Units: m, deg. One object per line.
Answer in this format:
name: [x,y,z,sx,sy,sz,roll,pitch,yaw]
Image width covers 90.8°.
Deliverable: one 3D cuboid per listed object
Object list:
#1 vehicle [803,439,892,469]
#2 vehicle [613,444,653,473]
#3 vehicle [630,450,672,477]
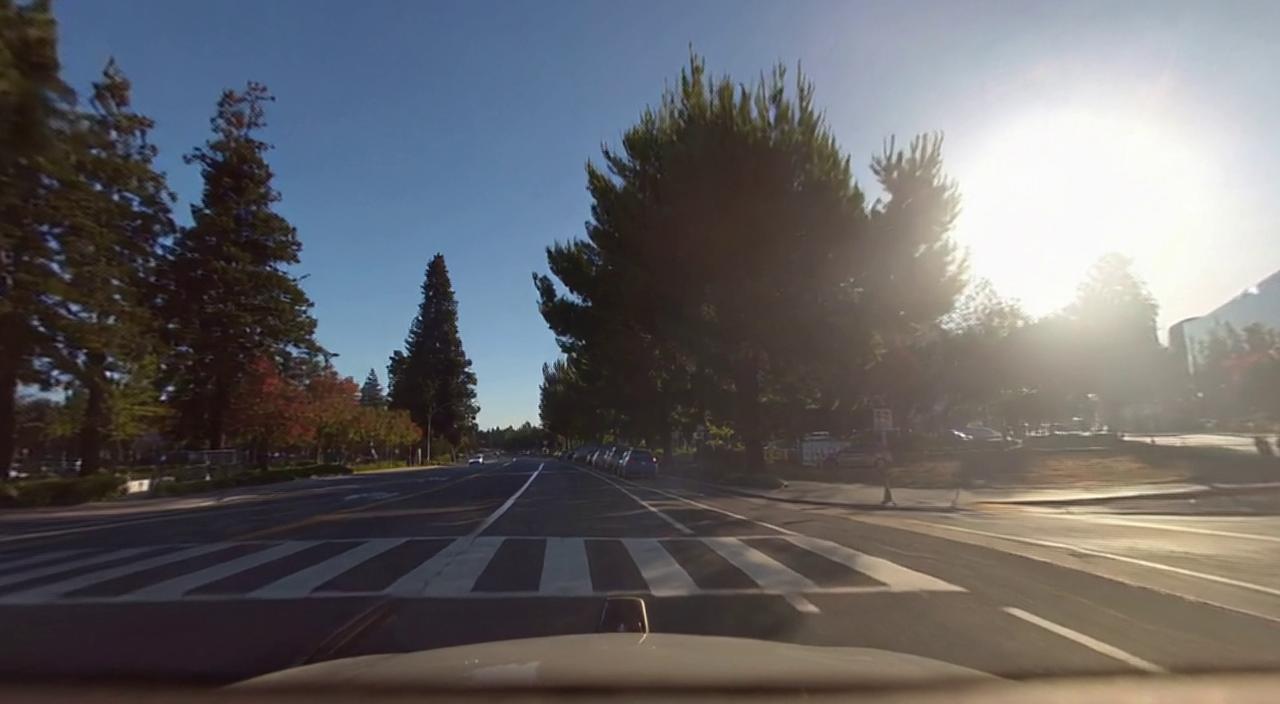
vehicle: [11.259,5.555,34.442,4.201,1.546,1.749,1,-9,-6]
vehicle: [-0.575,7.524,44.890,2.143,1.867,5.373,1,-9,-8]
vehicle: [0.620,6.739,38.348,1.866,1.492,4.093,1,-9,-9]
